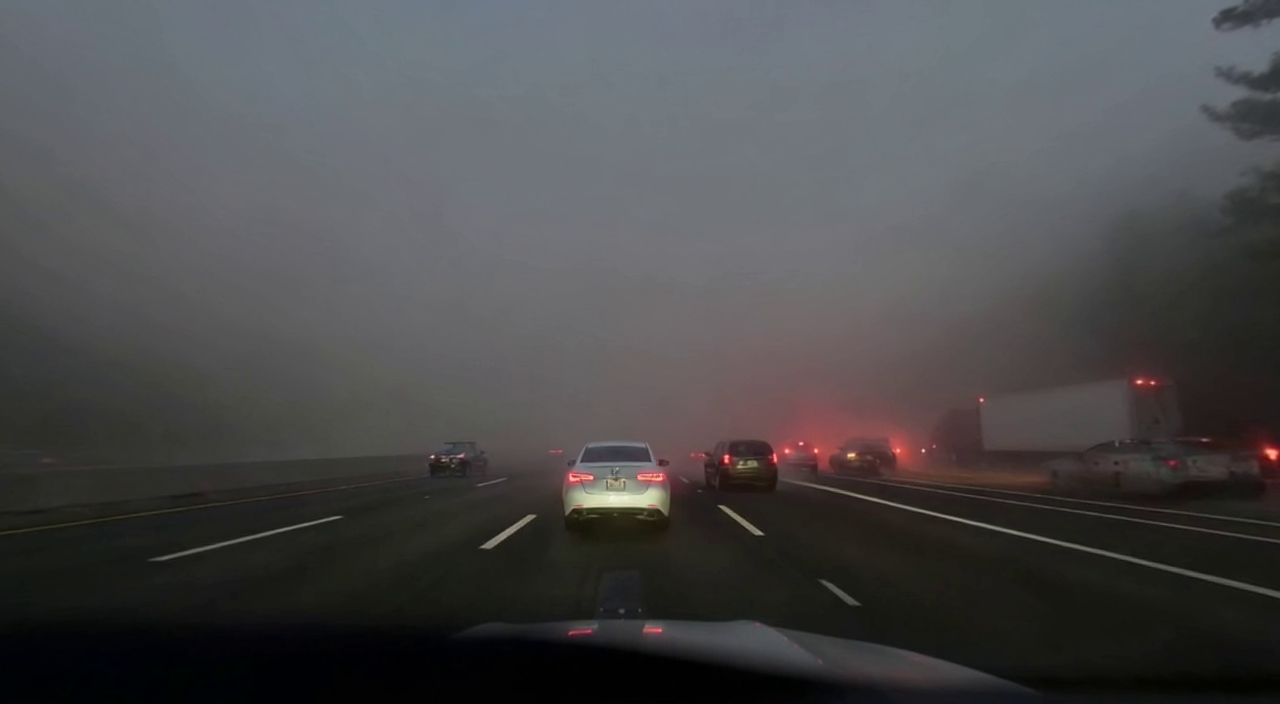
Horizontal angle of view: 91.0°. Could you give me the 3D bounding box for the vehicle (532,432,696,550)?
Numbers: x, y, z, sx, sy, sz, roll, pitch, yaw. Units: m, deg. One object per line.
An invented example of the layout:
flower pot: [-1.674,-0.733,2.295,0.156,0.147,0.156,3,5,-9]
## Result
vehicle: [-0.328,2.128,10.287,2.132,1.499,4.038,0,-9,0]

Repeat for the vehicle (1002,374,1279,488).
vehicle: [21.401,3.608,27.831,2.970,4.079,10.086,3,-9,-14]

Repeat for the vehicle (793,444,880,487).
vehicle: [7.446,4.315,24.311,1.942,1.482,4.250,0,-9,-1]

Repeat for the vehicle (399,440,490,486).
vehicle: [-7.325,4.213,24.145,2.010,1.557,4.449,0,-9,1]

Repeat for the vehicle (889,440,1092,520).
vehicle: [7.636,2.810,14.391,2.021,1.505,4.480,0,-9,-1]

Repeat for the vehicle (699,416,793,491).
vehicle: [3.582,3.607,22.551,2.440,2.313,5.266,0,-9,0]
